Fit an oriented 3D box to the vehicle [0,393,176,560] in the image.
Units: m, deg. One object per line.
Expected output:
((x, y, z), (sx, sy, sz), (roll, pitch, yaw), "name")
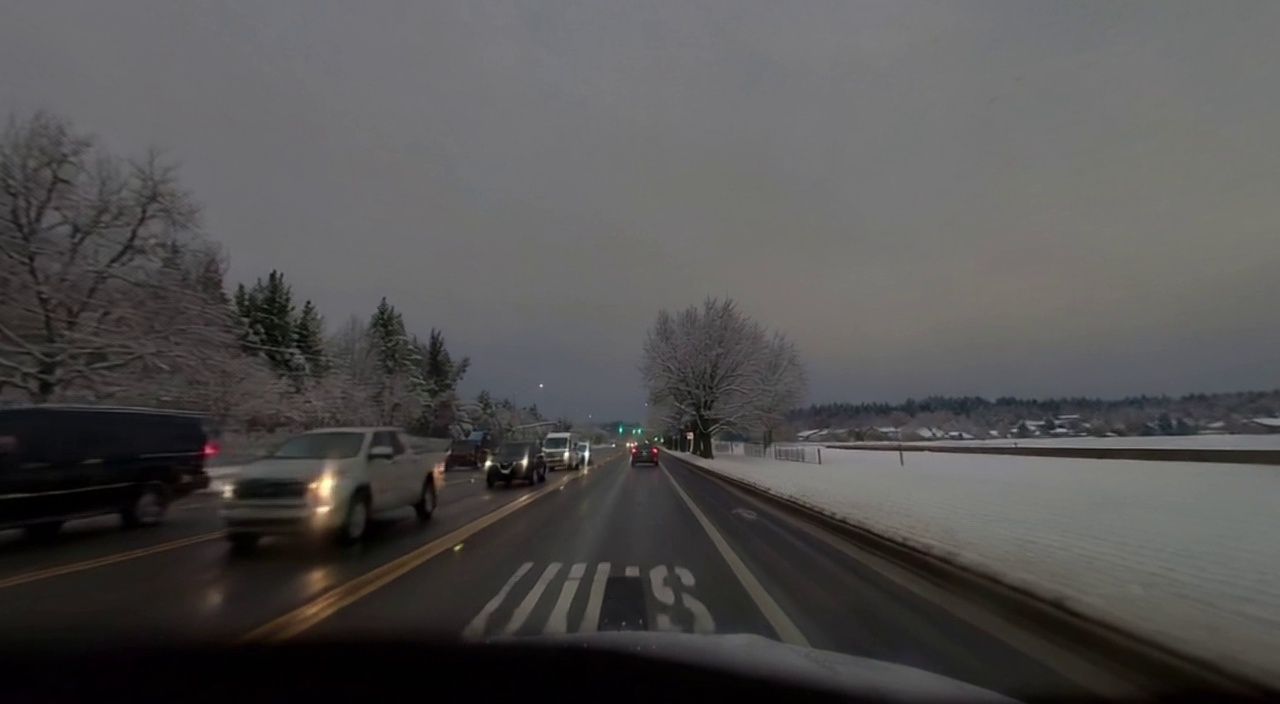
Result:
((-8.060, 1.489, 7.222), (2.062, 1.820, 4.577), (-5, -8, 1), "vehicle")

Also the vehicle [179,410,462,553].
((-4.560, 1.919, 10.025), (2.042, 1.713, 4.493), (-1, -8, 1), "vehicle")

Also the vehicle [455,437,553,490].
((-4.168, 3.497, 20.149), (2.121, 1.485, 4.363), (-1, -8, 1), "vehicle")

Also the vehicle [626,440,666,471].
((0.312, 5.206, 31.880), (1.875, 1.453, 3.888), (-1, -8, 0), "vehicle")
